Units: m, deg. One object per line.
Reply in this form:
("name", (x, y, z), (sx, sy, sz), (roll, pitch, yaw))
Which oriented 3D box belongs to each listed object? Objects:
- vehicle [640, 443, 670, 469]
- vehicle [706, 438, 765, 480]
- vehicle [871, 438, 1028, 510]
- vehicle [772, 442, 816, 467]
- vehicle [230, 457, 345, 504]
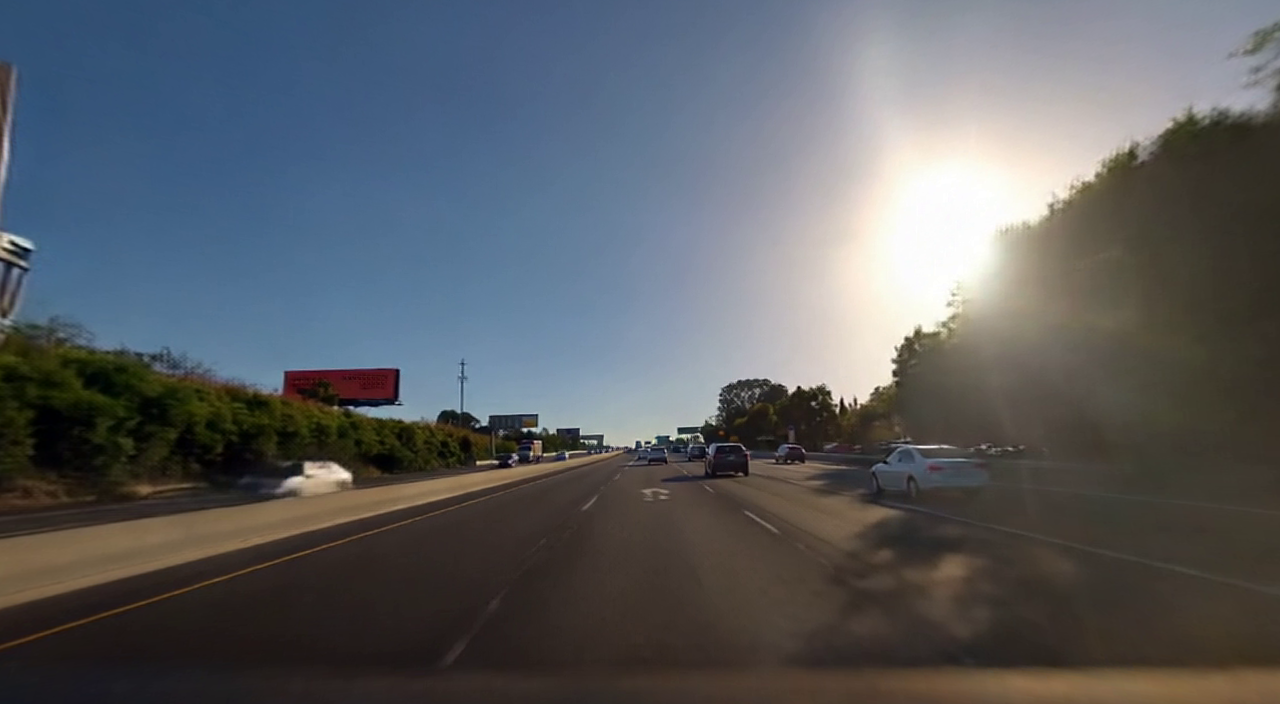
("vehicle", (1.043, 7.731, 47.233), (2.145, 1.832, 4.004), (0, -8, 0))
("vehicle", (4.526, 5.149, 30.639), (2.075, 1.845, 4.667), (0, -8, -1))
("vehicle", (7.615, 3.005, 16.103), (1.807, 1.558, 4.352), (0, -8, 0))
("vehicle", (11.519, 7.663, 47.465), (2.028, 1.801, 4.503), (0, -8, -1))
("vehicle", (-13.903, 5.058, 25.256), (1.890, 1.559, 4.509), (-1, -8, 2))
